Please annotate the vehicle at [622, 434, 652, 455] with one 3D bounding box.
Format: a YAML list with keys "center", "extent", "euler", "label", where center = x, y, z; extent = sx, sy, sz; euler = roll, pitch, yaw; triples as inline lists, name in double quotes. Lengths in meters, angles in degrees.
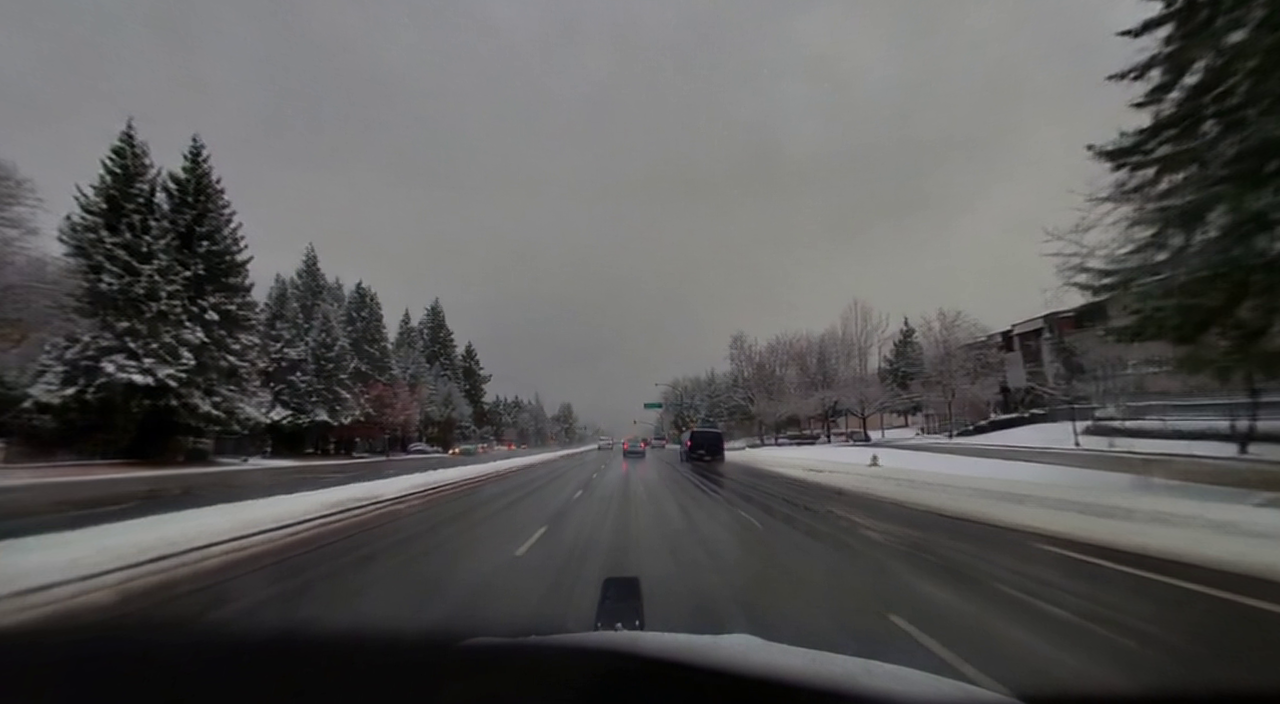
- center: [-0.250, 6.691, 45.518]
  extent: [2.039, 1.455, 3.826]
  euler: [0, -8, -1]
  label: "vehicle"

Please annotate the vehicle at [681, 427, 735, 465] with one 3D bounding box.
- center: [3.387, 4.807, 32.292]
  extent: [2.181, 1.781, 4.257]
  euler: [0, -8, -1]
  label: "vehicle"
